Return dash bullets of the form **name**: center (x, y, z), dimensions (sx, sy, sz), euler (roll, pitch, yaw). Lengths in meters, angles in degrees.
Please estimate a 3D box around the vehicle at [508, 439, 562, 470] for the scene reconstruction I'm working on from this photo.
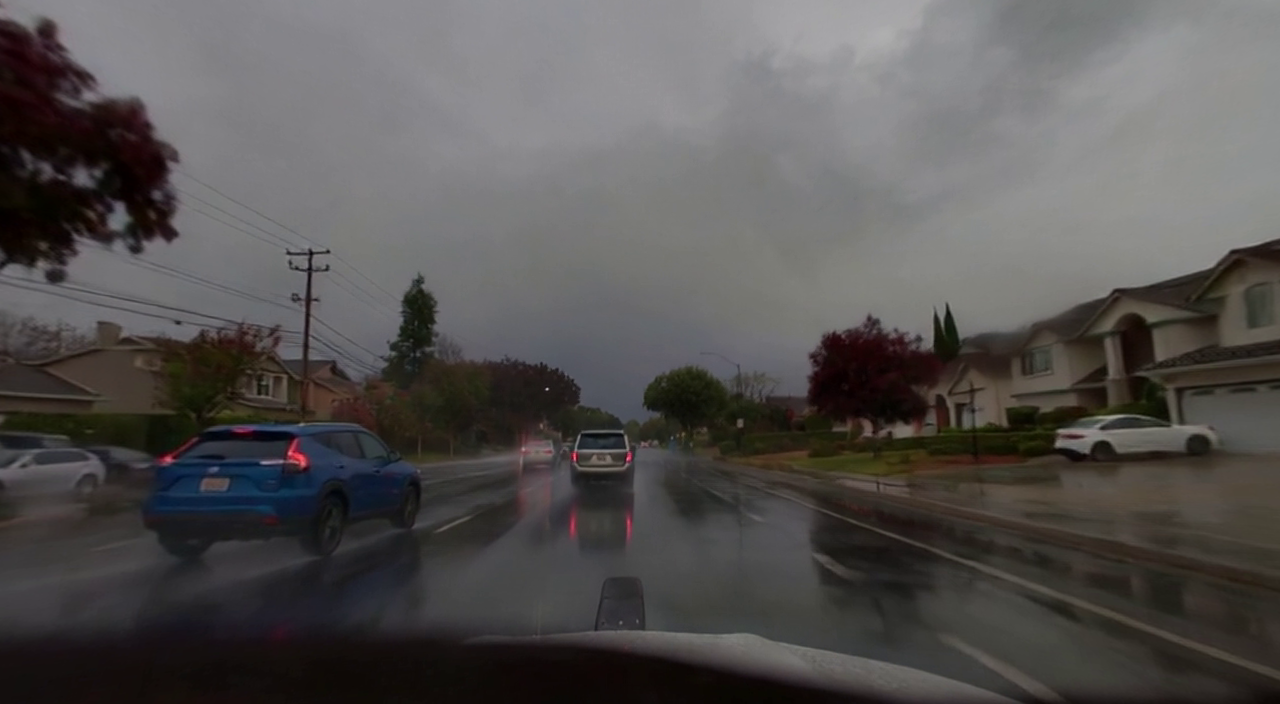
- **vehicle**: center (-5.376, 5.307, 32.977), dimensions (2.014, 1.493, 4.658), euler (0, -8, 0)

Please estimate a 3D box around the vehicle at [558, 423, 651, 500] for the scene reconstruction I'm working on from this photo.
- **vehicle**: center (-0.846, 2.820, 16.658), dimensions (2.131, 1.761, 4.242), euler (0, -8, -1)

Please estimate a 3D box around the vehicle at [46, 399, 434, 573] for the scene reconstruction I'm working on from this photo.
- **vehicle**: center (-4.763, 1.676, 8.684), dimensions (2.243, 1.722, 4.621), euler (0, -8, 1)

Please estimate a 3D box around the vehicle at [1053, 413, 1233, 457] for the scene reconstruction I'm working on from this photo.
- **vehicle**: center (17.405, 2.905, 22.071), dimensions (4.500, 1.442, 1.930), euler (-1, -8, 4)
